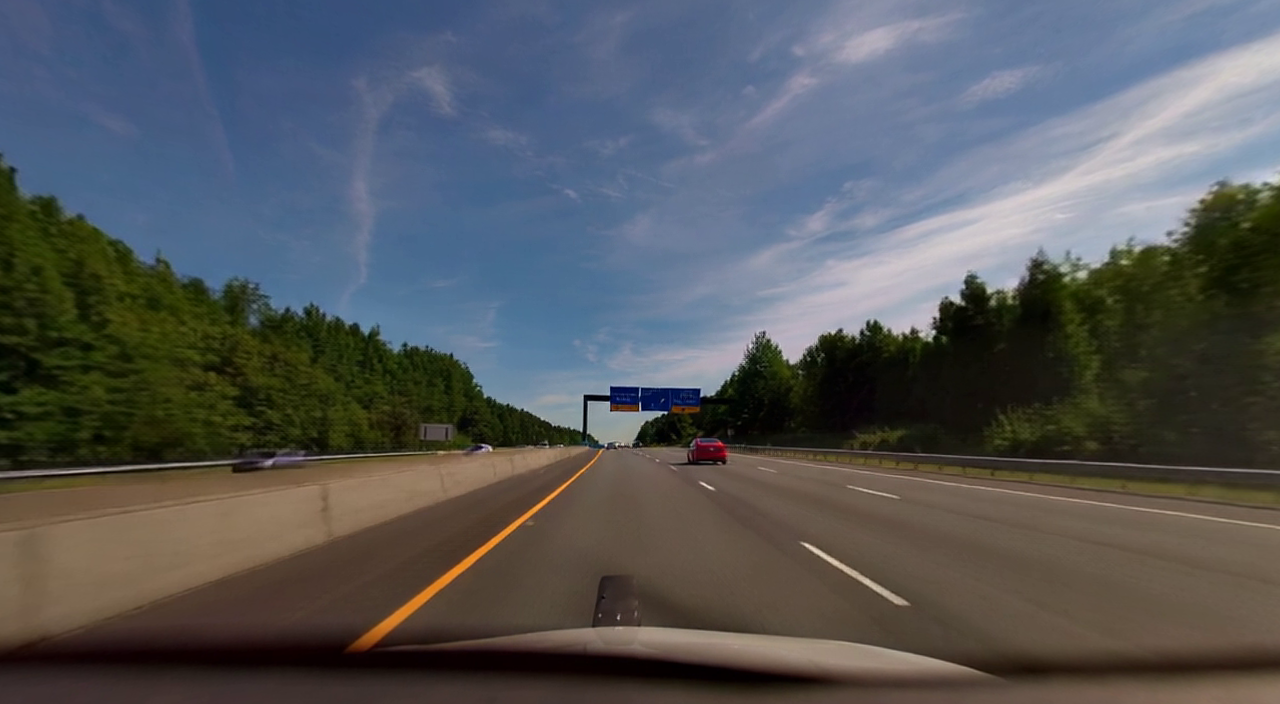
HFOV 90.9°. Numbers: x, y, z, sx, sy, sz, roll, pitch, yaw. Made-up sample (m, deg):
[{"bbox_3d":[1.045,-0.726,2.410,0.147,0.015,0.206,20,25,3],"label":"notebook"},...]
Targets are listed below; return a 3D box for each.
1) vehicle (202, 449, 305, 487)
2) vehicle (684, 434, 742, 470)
[{"bbox_3d":[-16.744,5.009,27.589,1.812,1.450,4.373,0,-8,-1],"label":"vehicle"},{"bbox_3d":[3.247,4.564,28.992,1.958,1.526,4.227,0,-8,-3],"label":"vehicle"}]
